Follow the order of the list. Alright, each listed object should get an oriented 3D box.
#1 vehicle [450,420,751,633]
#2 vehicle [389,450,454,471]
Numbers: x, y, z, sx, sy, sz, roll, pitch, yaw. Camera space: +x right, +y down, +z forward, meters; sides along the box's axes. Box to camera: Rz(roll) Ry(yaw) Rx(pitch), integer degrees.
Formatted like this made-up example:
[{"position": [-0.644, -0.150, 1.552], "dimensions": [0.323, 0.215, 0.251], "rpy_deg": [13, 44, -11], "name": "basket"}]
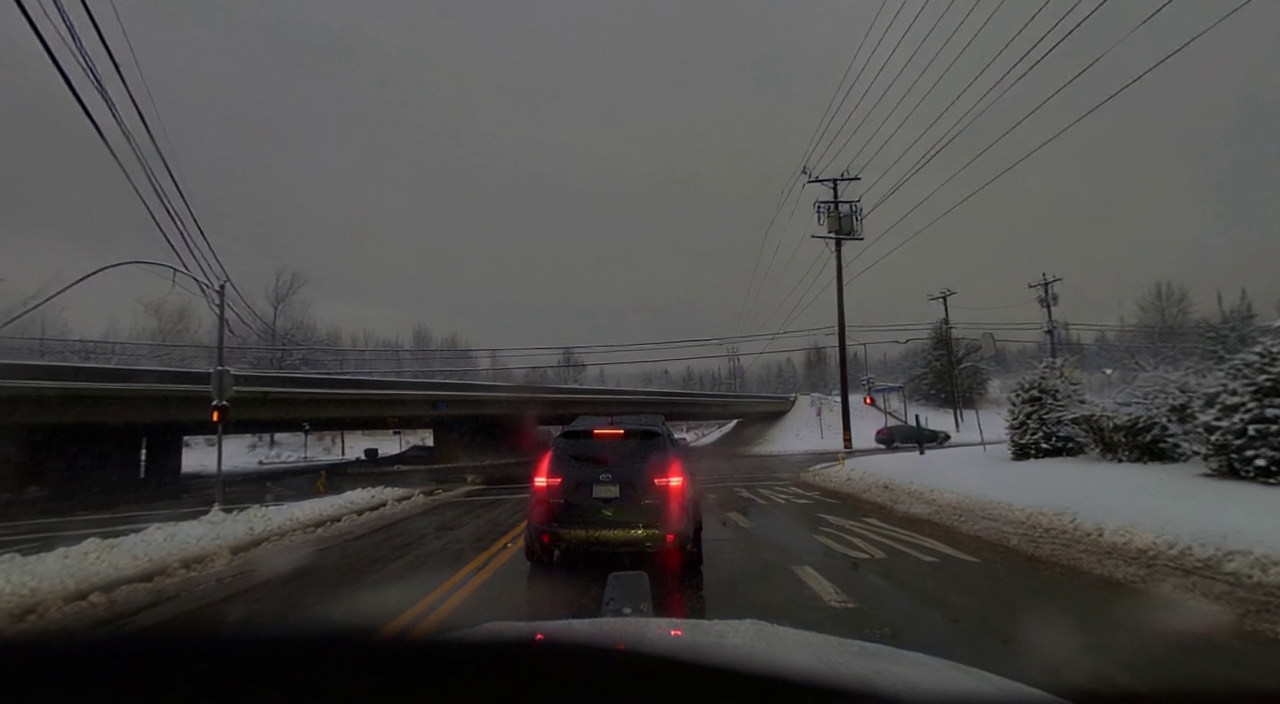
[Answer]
[{"position": [-0.242, 1.525, 6.470], "dimensions": [2.090, 1.458, 4.033], "rpy_deg": [-1, -9, 1], "name": "vehicle"}, {"position": [-17.199, 8.503, 49.773], "dimensions": [1.808, 1.539, 4.600], "rpy_deg": [-7, -11, 38], "name": "vehicle"}]
